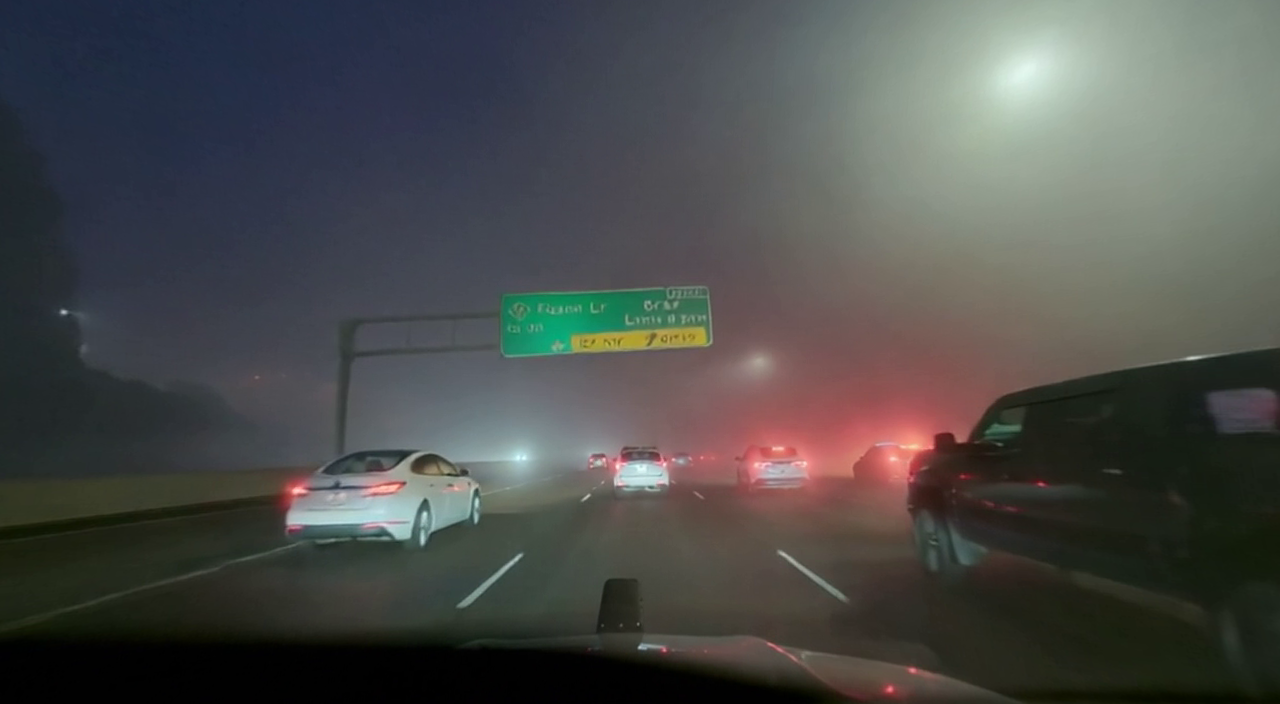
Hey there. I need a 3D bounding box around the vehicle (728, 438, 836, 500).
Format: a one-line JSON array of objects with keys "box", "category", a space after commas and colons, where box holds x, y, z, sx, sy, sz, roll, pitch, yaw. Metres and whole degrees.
[{"box": [4.136, 3.483, 19.078, 2.210, 1.625, 4.249, 0, -9, -1], "category": "vehicle"}]

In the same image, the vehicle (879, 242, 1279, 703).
[{"box": [3.882, 0.771, 3.539, 2.732, 2.065, 5.826, 0, -9, 0], "category": "vehicle"}]

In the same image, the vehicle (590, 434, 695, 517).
[{"box": [0.050, 2.796, 14.670, 2.099, 1.640, 4.134, 0, -9, 0], "category": "vehicle"}]

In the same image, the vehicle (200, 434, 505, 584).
[{"box": [-3.471, 1.984, 8.855, 2.011, 1.510, 4.698, -1, -9, 1], "category": "vehicle"}]
